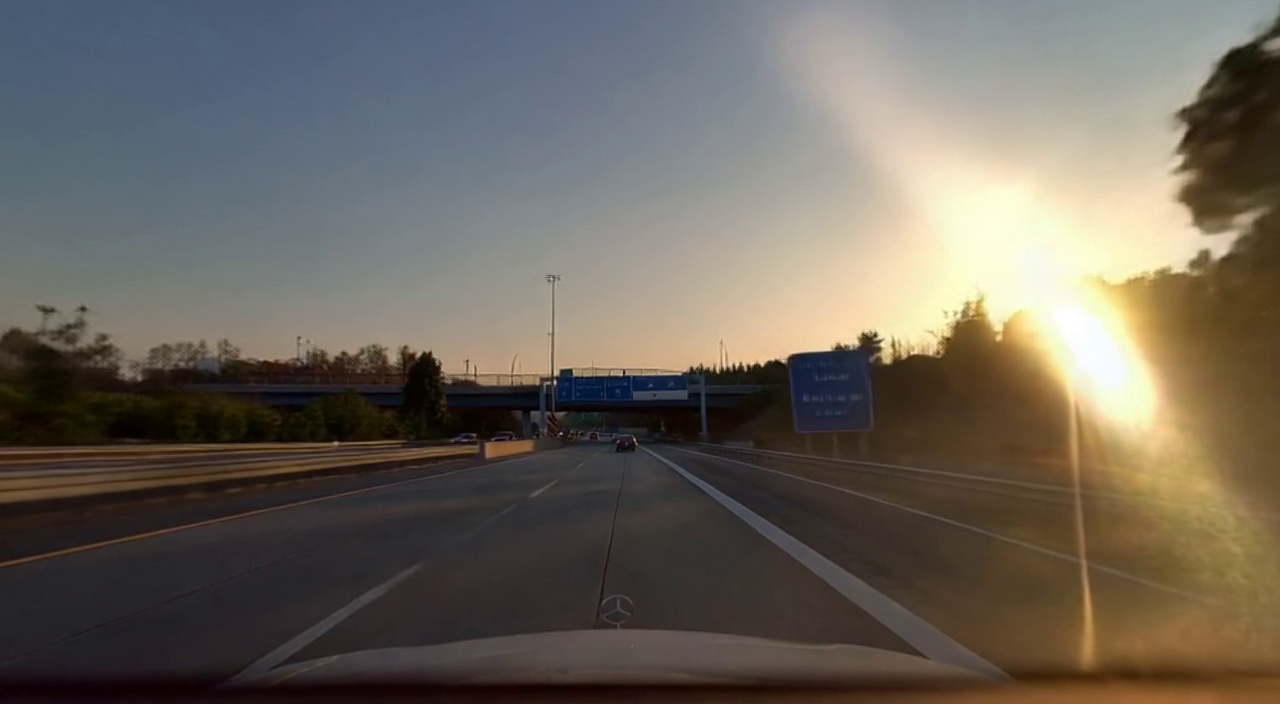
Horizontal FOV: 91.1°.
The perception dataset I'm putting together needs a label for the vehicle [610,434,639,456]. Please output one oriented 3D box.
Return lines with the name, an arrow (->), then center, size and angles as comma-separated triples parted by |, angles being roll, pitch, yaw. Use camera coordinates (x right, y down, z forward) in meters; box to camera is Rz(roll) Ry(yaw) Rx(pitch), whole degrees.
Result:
vehicle -> -1.091, 6.586, 44.635 | 2.025, 1.519, 3.924 | 0, -8, -1
